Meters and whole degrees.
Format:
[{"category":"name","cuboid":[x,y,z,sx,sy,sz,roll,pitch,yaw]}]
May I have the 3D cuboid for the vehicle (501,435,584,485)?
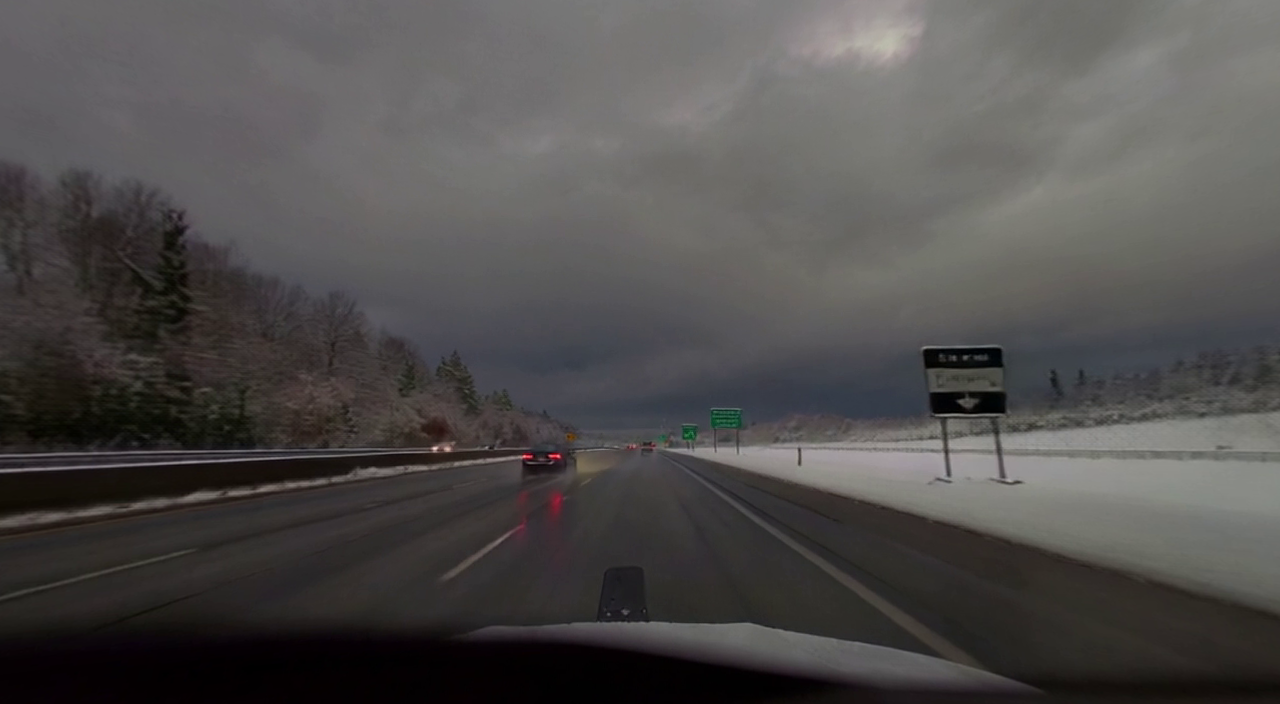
[{"category":"vehicle","cuboid":[-3.304,3.756,22.273,2.061,1.572,4.814,0,-8,1]}]
